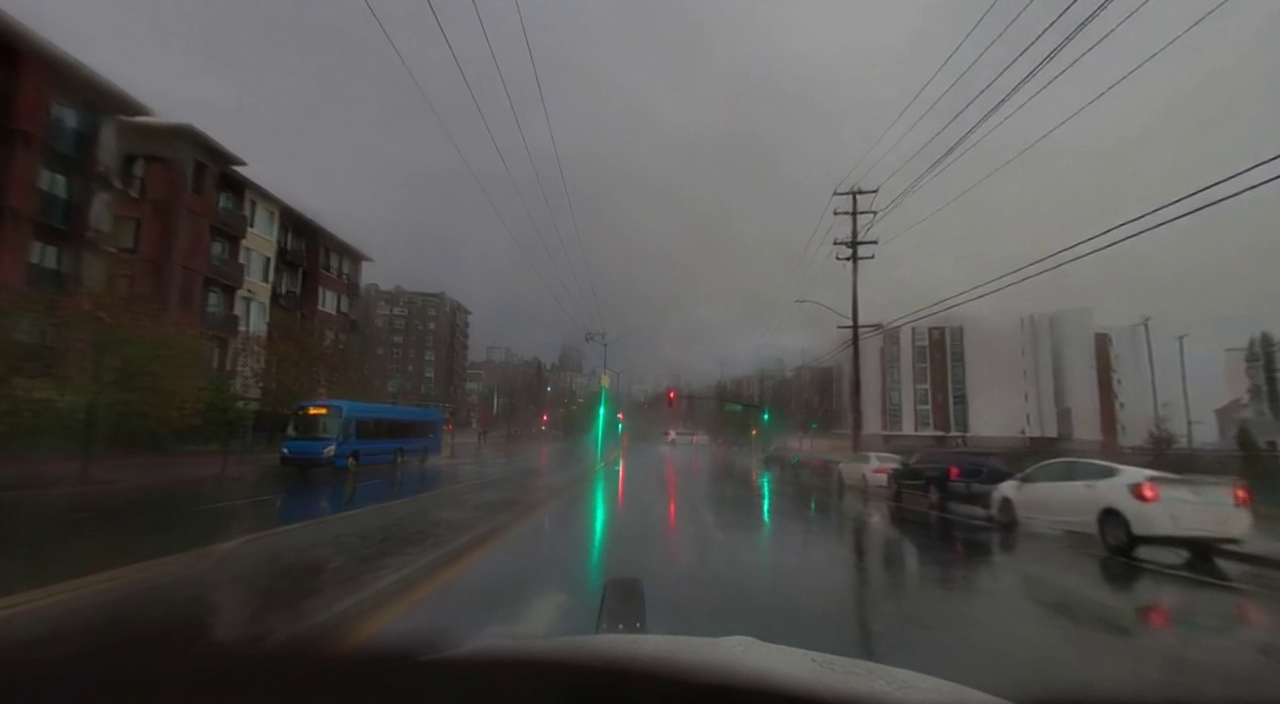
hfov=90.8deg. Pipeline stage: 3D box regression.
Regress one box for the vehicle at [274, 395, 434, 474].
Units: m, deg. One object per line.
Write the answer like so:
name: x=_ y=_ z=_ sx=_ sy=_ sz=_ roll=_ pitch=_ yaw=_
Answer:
vehicle: x=-13.797 y=4.221 z=31.917 sx=3.060 sy=3.307 sz=9.997 roll=0 pitch=-8 yaw=2

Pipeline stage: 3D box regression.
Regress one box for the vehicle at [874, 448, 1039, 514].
vehicle: x=8.119 y=3.312 z=16.844 sx=1.996 sy=1.473 sz=4.740 roll=0 pitch=-8 yaw=1

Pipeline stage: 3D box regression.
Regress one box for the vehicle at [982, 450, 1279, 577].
vehicle: x=7.991 y=2.459 z=10.548 sx=1.997 sy=1.517 sz=4.755 roll=1 pitch=-8 yaw=1
